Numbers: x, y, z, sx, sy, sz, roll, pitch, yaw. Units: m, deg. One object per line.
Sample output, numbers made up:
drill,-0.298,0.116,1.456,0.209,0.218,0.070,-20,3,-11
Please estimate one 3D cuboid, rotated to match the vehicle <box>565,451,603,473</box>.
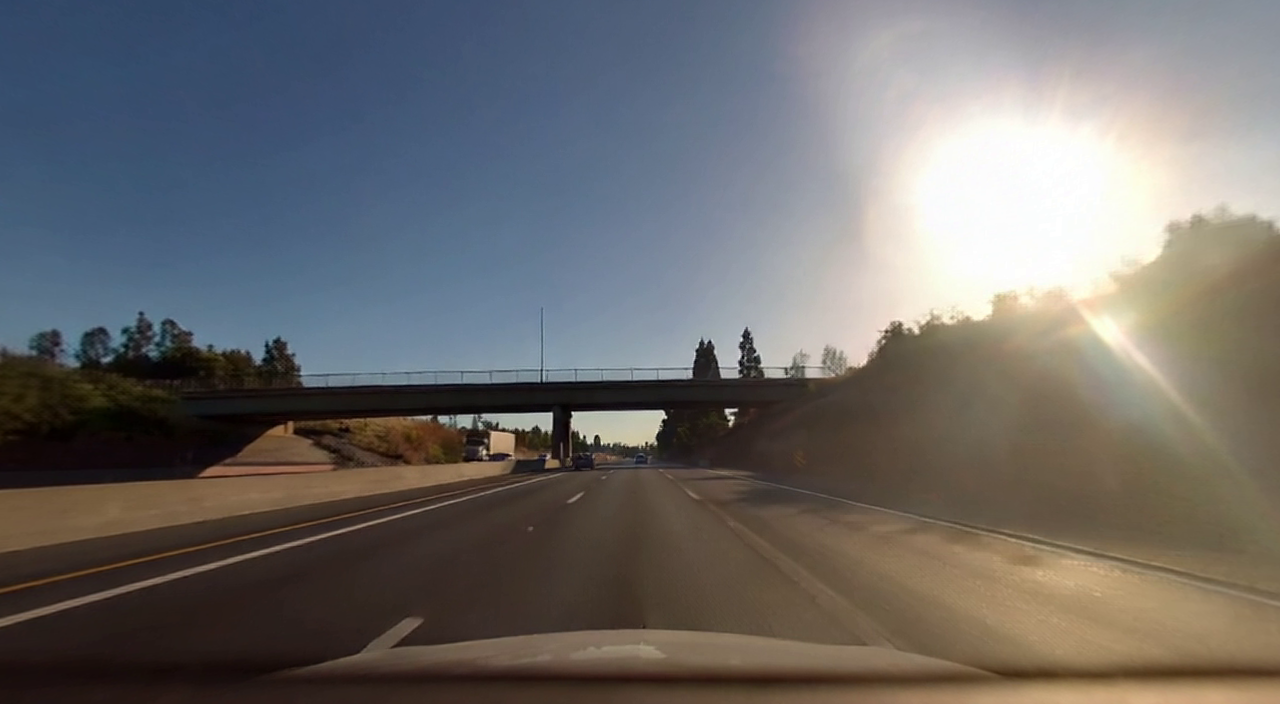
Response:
vehicle,-3.858,7.642,44.053,2.293,1.462,4.452,0,-9,0
